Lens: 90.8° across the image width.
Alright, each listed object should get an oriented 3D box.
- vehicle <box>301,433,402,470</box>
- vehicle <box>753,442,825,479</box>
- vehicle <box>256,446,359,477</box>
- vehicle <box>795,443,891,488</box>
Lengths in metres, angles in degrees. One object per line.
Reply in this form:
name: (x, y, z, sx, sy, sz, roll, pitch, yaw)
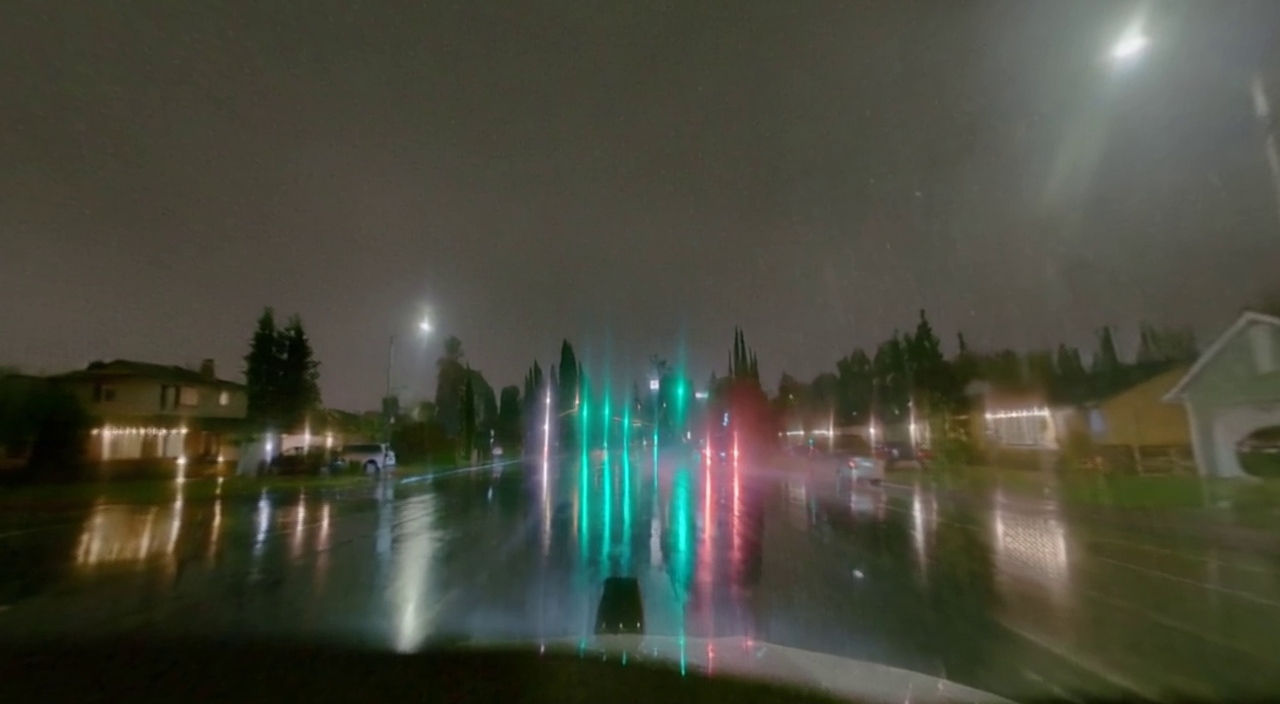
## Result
vehicle: (-18.433, 6.430, 40.638, 5.096, 2.070, 2.687, 2, -10, 1)
vehicle: (7.059, 5.142, 30.392, 1.934, 1.504, 4.928, 4, -9, -4)
vehicle: (-18.261, 6.028, 34.825, 4.598, 1.445, 1.973, -2, -9, -1)
vehicle: (7.607, 4.269, 24.203, 1.951, 1.528, 4.366, 1, -8, -5)
